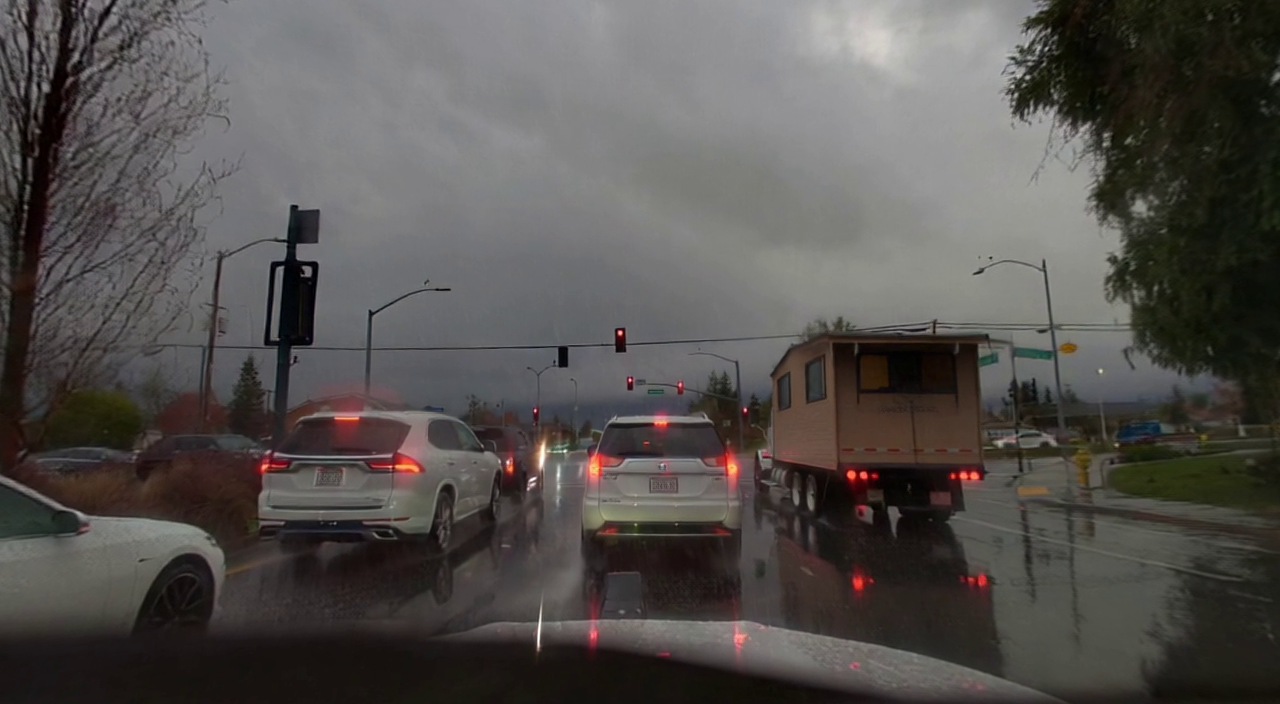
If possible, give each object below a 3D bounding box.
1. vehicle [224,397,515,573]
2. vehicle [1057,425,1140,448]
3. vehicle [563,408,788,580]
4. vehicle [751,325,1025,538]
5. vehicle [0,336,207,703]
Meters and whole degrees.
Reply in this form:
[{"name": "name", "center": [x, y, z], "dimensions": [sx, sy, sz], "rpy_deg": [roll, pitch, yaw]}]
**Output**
[{"name": "vehicle", "center": [-3.268, 1.717, 8.852], "dimensions": [2.085, 1.812, 4.388], "rpy_deg": [0, -9, 0]}, {"name": "vehicle", "center": [33.164, 6.151, 45.881], "dimensions": [4.671, 1.595, 1.824], "rpy_deg": [-5, -10, 31]}, {"name": "vehicle", "center": [0.353, 1.698, 8.318], "dimensions": [2.189, 1.649, 4.171], "rpy_deg": [0, -9, 0]}, {"name": "vehicle", "center": [3.681, 1.417, 11.020], "dimensions": [2.531, 2.750, 5.595], "rpy_deg": [0, -8, 1]}, {"name": "vehicle", "center": [-3.431, 0.673, 1.475], "dimensions": [1.952, 1.730, 4.116], "rpy_deg": [0, -9, -1]}]
